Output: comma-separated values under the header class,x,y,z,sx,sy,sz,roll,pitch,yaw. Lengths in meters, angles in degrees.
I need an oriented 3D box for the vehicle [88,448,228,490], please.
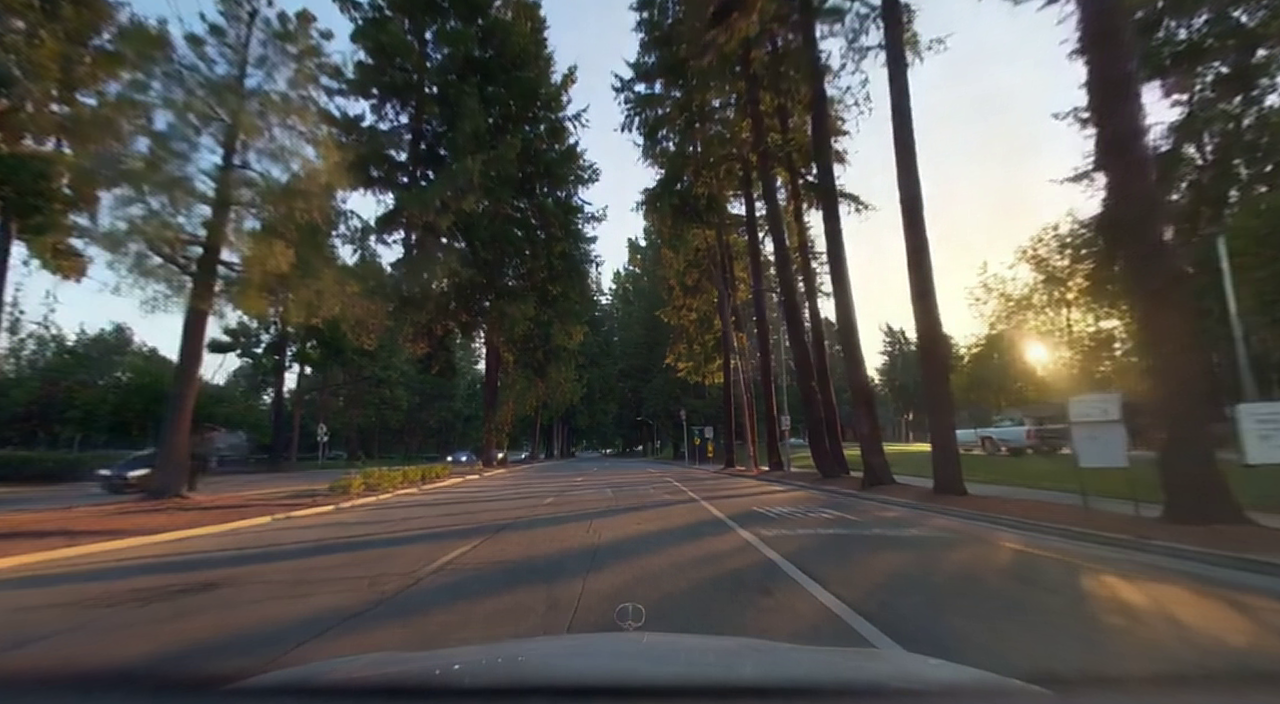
class,x,y,z,sx,sy,sz,roll,pitch,yaw
vehicle,-19.656,4.748,26.039,2.099,1.504,4.721,0,-8,-1
